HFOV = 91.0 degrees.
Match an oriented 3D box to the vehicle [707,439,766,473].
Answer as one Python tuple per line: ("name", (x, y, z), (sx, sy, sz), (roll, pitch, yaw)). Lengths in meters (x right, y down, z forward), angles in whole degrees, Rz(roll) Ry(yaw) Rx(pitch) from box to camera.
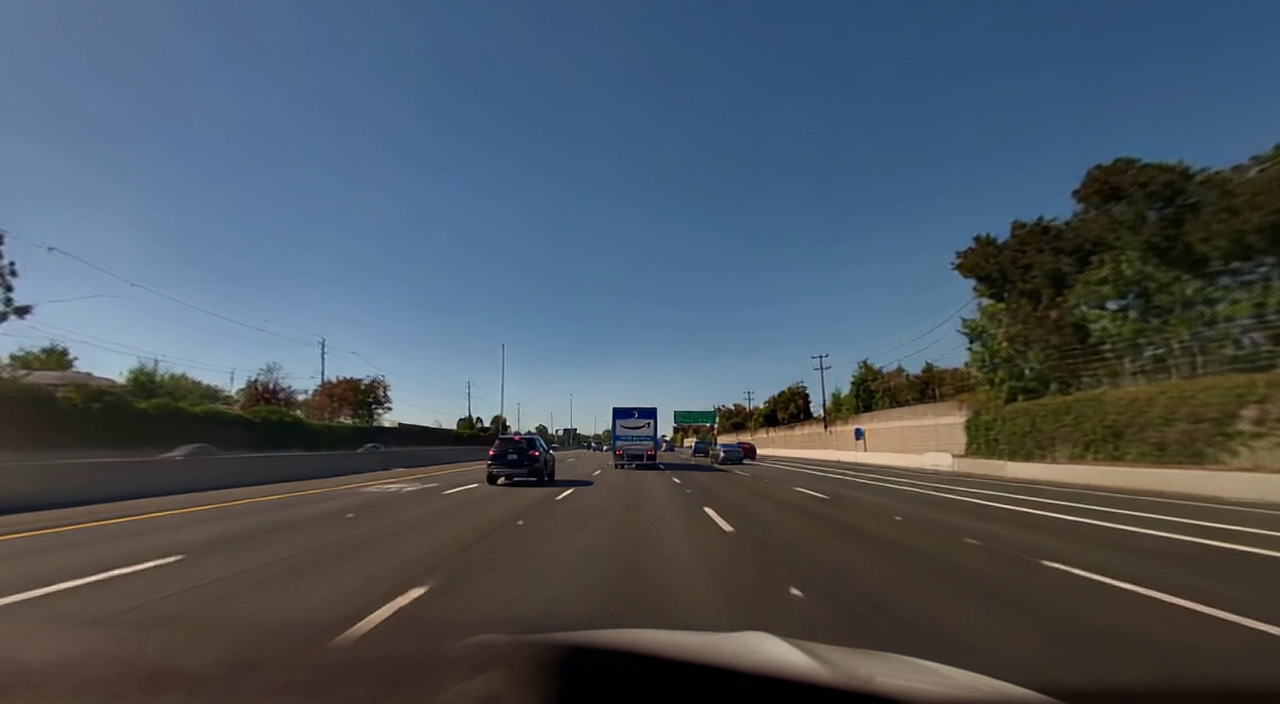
("vehicle", (4.624, 5.075, 30.944), (1.970, 1.499, 4.491), (1, -8, -3))

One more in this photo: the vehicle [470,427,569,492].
("vehicle", (-3.436, 3.158, 18.844), (2.095, 1.688, 4.188), (0, -8, 1))

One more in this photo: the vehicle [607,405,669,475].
("vehicle", (-0.098, 3.923, 28.005), (2.456, 2.705, 6.251), (1, -8, -1))

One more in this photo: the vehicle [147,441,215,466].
("vehicle", (-29.336, 6.496, 40.384), (1.597, 1.456, 3.631), (1, -8, 0))
